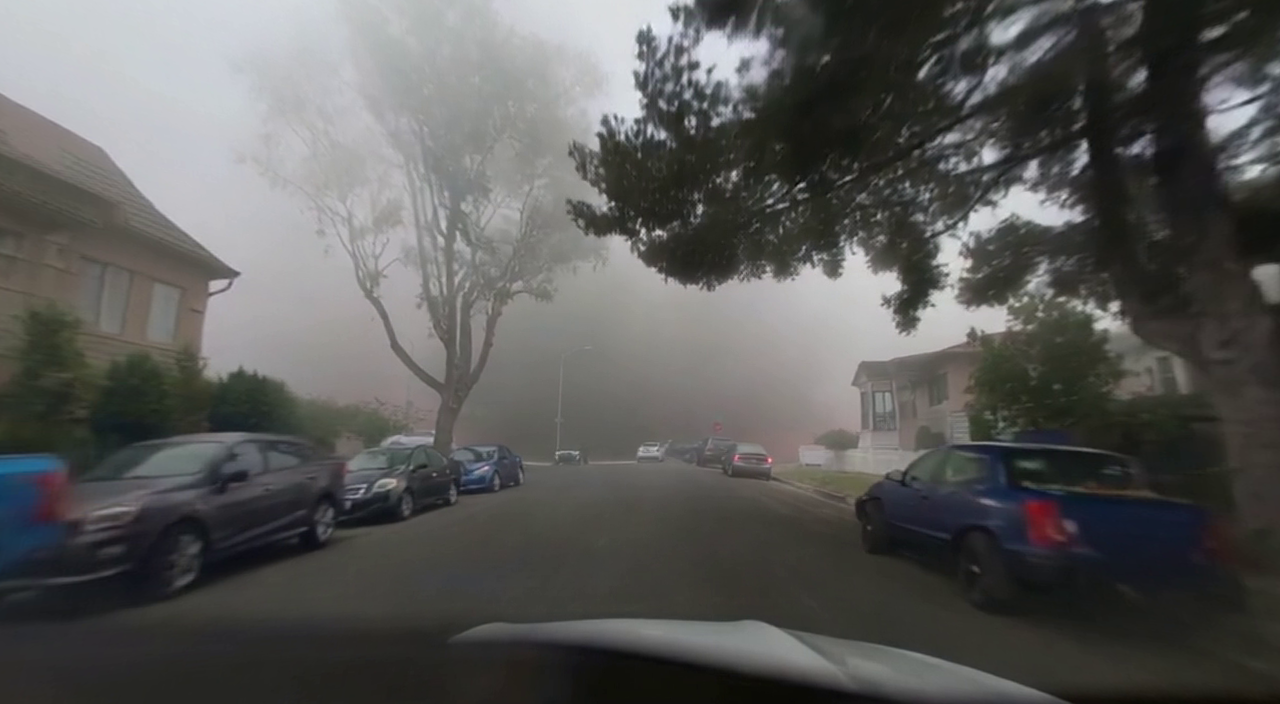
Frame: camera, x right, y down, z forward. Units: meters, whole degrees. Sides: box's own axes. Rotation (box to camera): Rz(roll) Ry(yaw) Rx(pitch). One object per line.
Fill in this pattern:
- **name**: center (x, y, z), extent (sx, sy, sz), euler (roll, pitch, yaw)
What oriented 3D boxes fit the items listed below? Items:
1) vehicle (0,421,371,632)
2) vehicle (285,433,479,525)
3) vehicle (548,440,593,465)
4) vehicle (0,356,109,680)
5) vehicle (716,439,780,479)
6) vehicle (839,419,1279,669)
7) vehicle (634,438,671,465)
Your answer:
- **vehicle**: center (-4.806, 1.561, 6.715), extent (1.791, 1.483, 4.339), euler (0, -8, 2)
- **vehicle**: center (-4.819, 2.408, 12.534), extent (1.876, 1.500, 4.361), euler (0, -8, 2)
- **vehicle**: center (-4.259, 6.253, 39.196), extent (1.999, 1.441, 4.628), euler (-1, -8, 3)
- **vehicle**: center (-4.769, 0.676, 1.837), extent (2.162, 1.857, 4.758), euler (2, -8, 0)
- **vehicle**: center (4.334, 4.375, 25.914), extent (1.876, 1.477, 4.324), euler (0, -8, 0)
- **vehicle**: center (3.769, 1.539, 6.270), extent (2.068, 1.558, 4.511), euler (0, -8, 0)
- **vehicle**: center (0.732, 5.856, 37.015), extent (2.010, 1.499, 4.107), euler (0, -8, 1)
